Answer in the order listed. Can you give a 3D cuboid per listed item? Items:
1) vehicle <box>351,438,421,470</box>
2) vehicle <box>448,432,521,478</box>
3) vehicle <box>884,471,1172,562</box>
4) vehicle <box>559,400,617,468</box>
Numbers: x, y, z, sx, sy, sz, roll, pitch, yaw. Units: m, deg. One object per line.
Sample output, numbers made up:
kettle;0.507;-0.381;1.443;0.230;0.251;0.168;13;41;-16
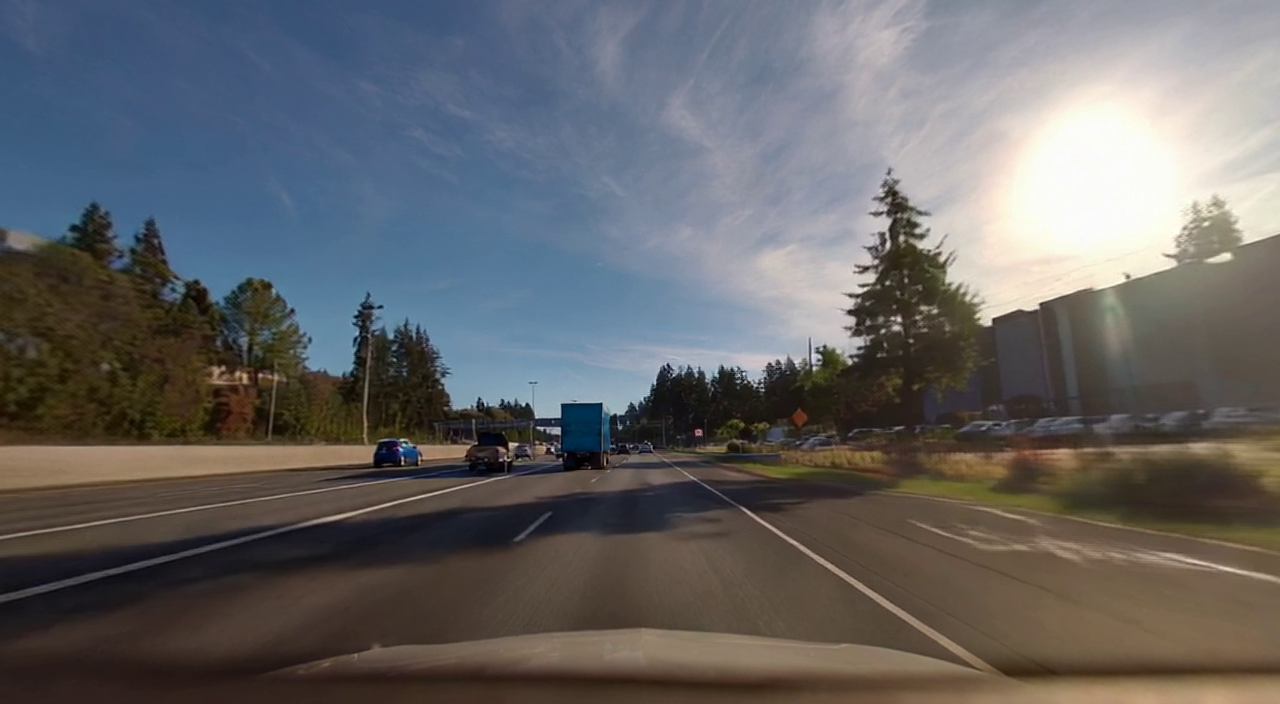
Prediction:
vehicle;-14.167;5.695;35.463;1.997;1.695;4.492;0;-8;1
vehicle;-6.719;4.505;27.802;2.058;1.840;4.443;0;-8;0
vehicle;5.452;2.345;9.451;2.295;0.969;3.132;0;-8;-1
vehicle;-3.361;5.854;44.266;2.905;4.037;12.921;0;-8;0
